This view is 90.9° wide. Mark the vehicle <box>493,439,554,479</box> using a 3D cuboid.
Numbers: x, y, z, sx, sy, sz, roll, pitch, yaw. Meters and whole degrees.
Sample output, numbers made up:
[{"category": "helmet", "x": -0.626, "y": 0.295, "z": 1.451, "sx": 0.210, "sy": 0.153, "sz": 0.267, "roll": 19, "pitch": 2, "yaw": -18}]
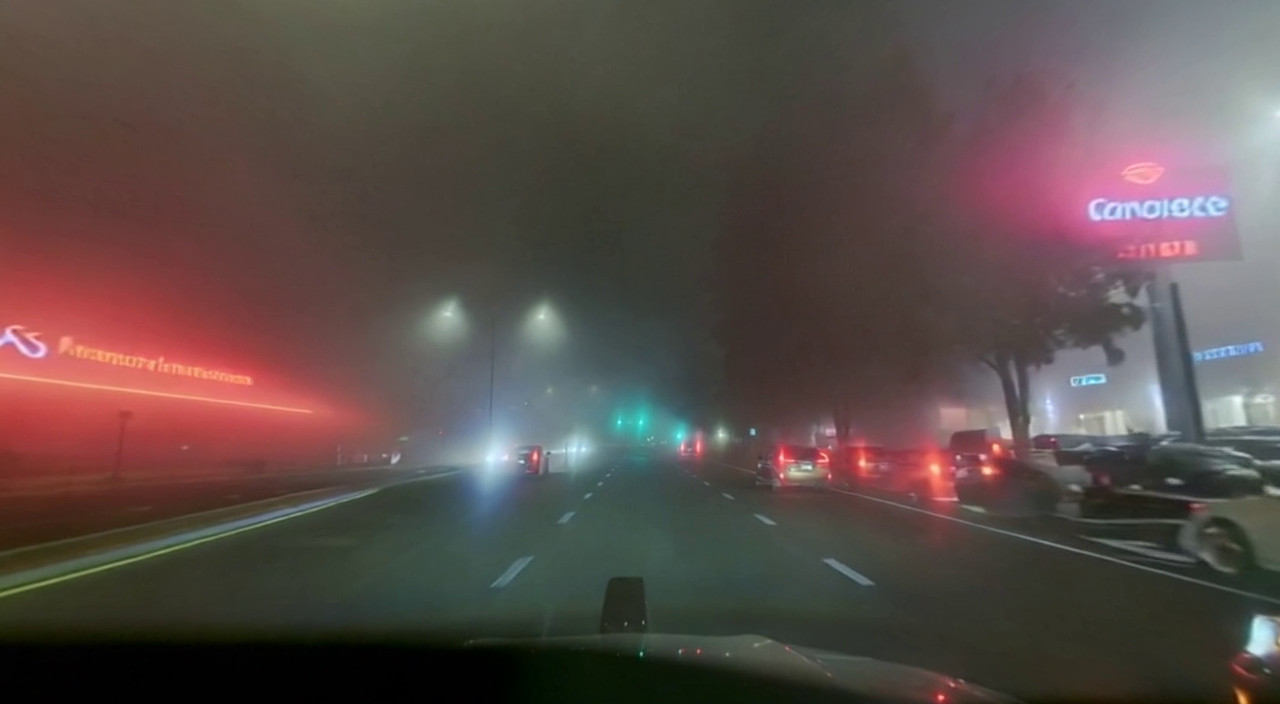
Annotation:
[{"category": "vehicle", "x": -4.712, "y": 4.372, "z": 26.087, "sx": 1.917, "sy": 1.511, "sz": 4.436, "roll": 0, "pitch": -8, "yaw": -3}]

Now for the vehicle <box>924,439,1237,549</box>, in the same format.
[{"category": "vehicle", "x": 7.280, "y": 2.349, "z": 11.271, "sx": 2.090, "sy": 1.515, "sz": 4.731, "roll": 0, "pitch": -8, "yaw": -1}]

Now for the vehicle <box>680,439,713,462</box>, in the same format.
[{"category": "vehicle", "x": 4.305, "y": 7.562, "z": 48.461, "sx": 2.007, "sy": 1.683, "sz": 4.171, "roll": 0, "pitch": -8, "yaw": -1}]

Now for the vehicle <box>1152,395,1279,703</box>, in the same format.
[{"category": "vehicle", "x": 3.438, "y": 0.660, "z": 0.682, "sx": 1.981, "sy": 1.499, "sz": 4.536, "roll": 0, "pitch": -8, "yaw": 1}]
